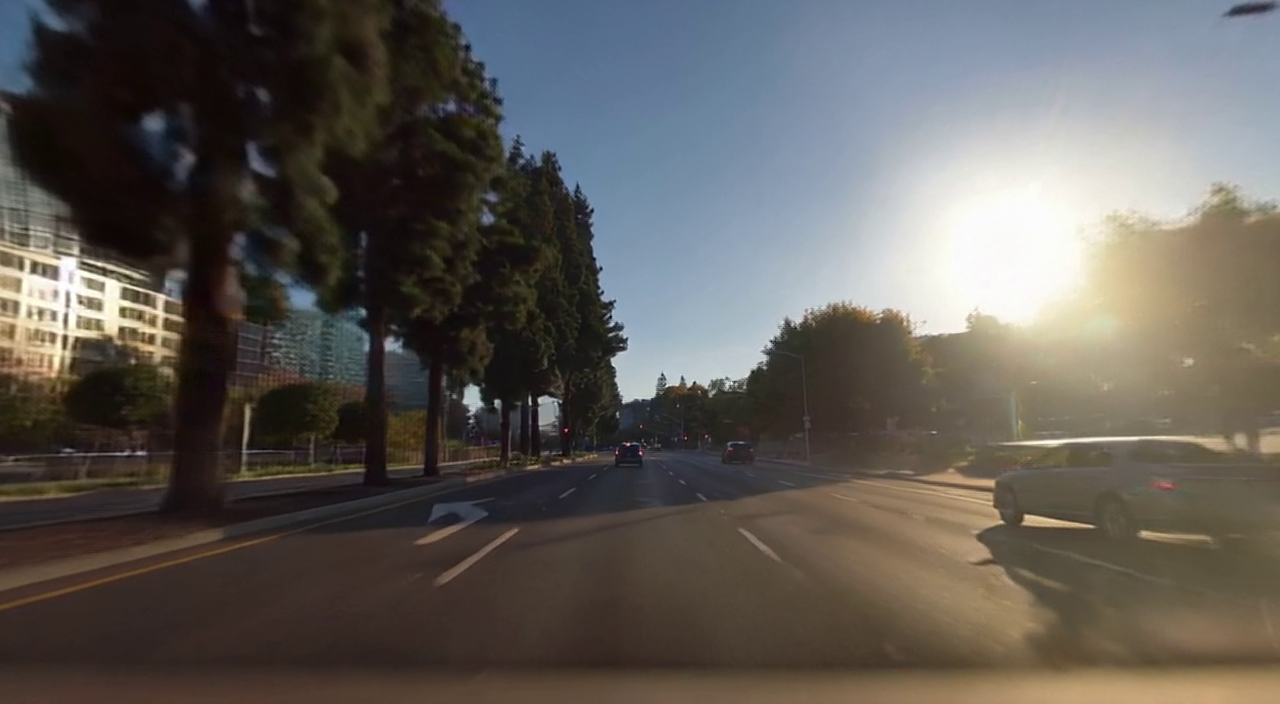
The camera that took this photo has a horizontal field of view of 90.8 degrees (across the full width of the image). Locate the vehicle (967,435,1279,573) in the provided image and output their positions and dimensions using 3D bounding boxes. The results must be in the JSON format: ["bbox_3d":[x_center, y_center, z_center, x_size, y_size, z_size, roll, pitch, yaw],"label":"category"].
[{"bbox_3d":[6.966,1.970,9.062,2.139,1.471,4.393,0,-8,0],"label":"vehicle"}]

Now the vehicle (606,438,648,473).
[{"bbox_3d":[-0.648,5.650,34.618,2.193,1.794,4.457,0,-8,0],"label":"vehicle"}]

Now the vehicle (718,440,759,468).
[{"bbox_3d":[6.771,7.058,43.843,2.026,1.804,4.565,0,-8,-1],"label":"vehicle"}]
